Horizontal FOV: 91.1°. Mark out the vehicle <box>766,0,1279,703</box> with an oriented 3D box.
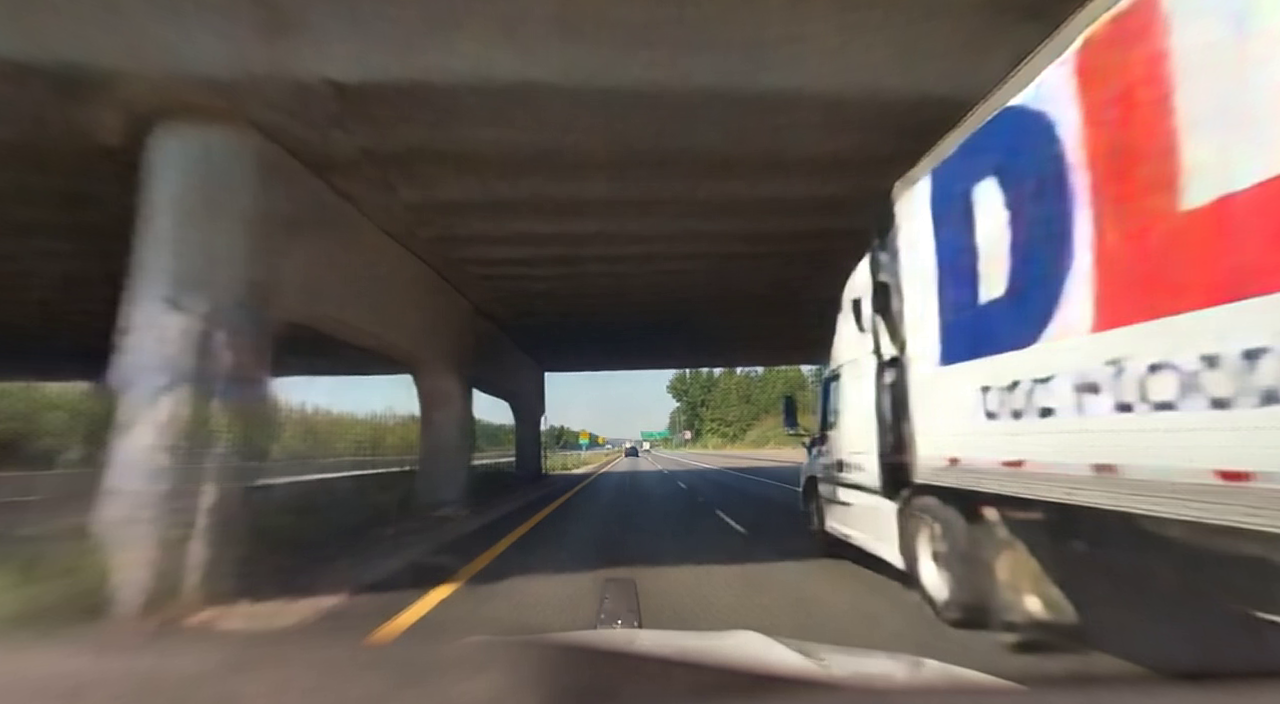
[{"bbox_3d":[3.648,-0.272,4.543,3.172,4.080,10.974,0,-10,0],"label":"vehicle"}]
